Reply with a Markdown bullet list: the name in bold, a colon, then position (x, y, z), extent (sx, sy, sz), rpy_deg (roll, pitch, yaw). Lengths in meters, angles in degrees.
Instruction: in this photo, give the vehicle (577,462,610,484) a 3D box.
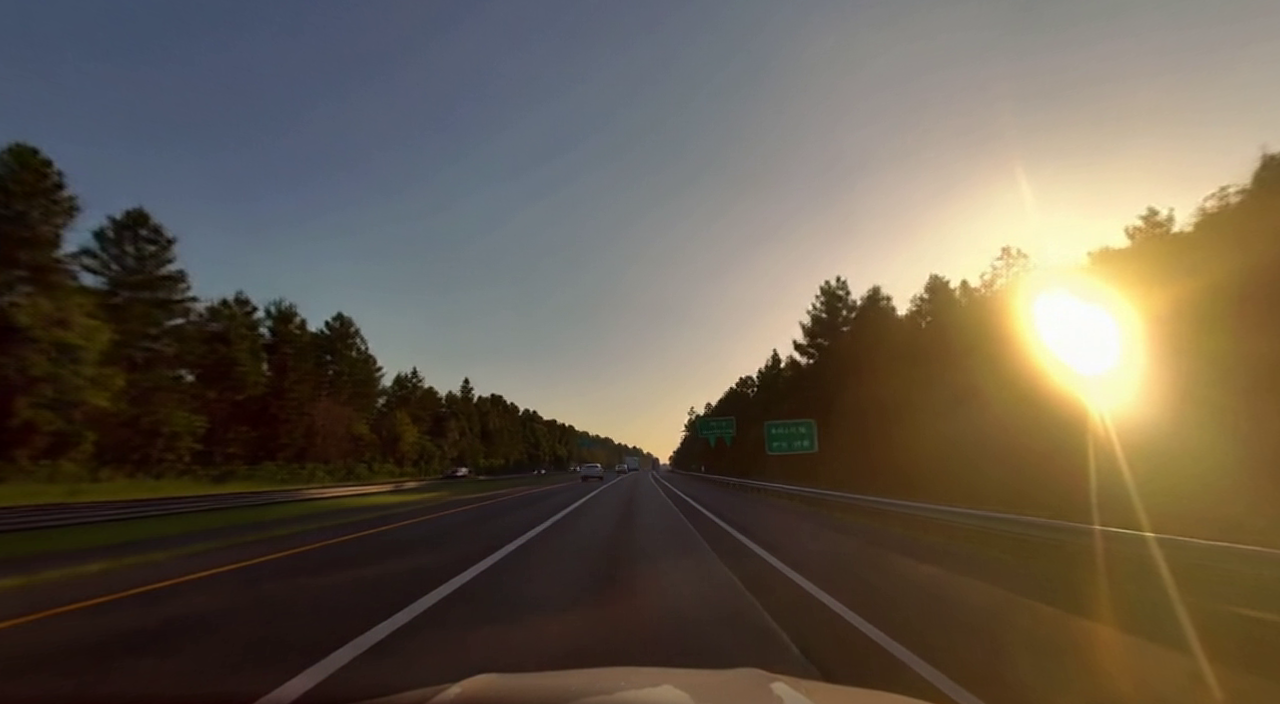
- **vehicle**: position (-3.556, 9.424, 49.223), extent (2.180, 1.618, 4.219), rpy_deg (1, -10, 1)
